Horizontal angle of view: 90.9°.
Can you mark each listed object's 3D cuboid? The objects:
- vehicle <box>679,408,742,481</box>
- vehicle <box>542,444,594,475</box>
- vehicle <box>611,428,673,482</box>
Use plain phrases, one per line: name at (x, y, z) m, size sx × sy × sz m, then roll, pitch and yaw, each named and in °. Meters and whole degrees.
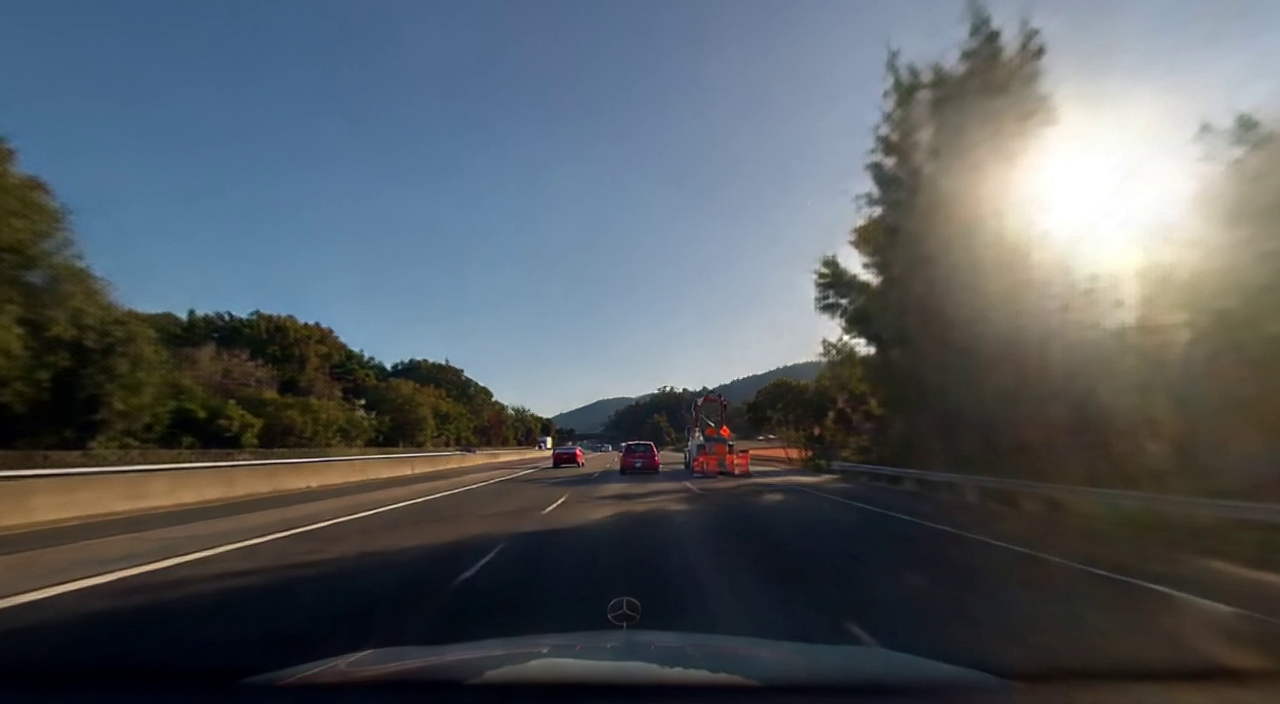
vehicle at (4.026, 5.575, 38.193) m, size 2.793 × 3.828 × 9.580 m, roll 0°, pitch -8°, yaw 1°
vehicle at (-3.601, 5.471, 32.441) m, size 2.096 × 1.469 × 4.319 m, roll 0°, pitch -8°, yaw 1°
vehicle at (0.083, 4.208, 25.960) m, size 2.308 × 1.993 × 4.631 m, roll 0°, pitch -8°, yaw 1°
